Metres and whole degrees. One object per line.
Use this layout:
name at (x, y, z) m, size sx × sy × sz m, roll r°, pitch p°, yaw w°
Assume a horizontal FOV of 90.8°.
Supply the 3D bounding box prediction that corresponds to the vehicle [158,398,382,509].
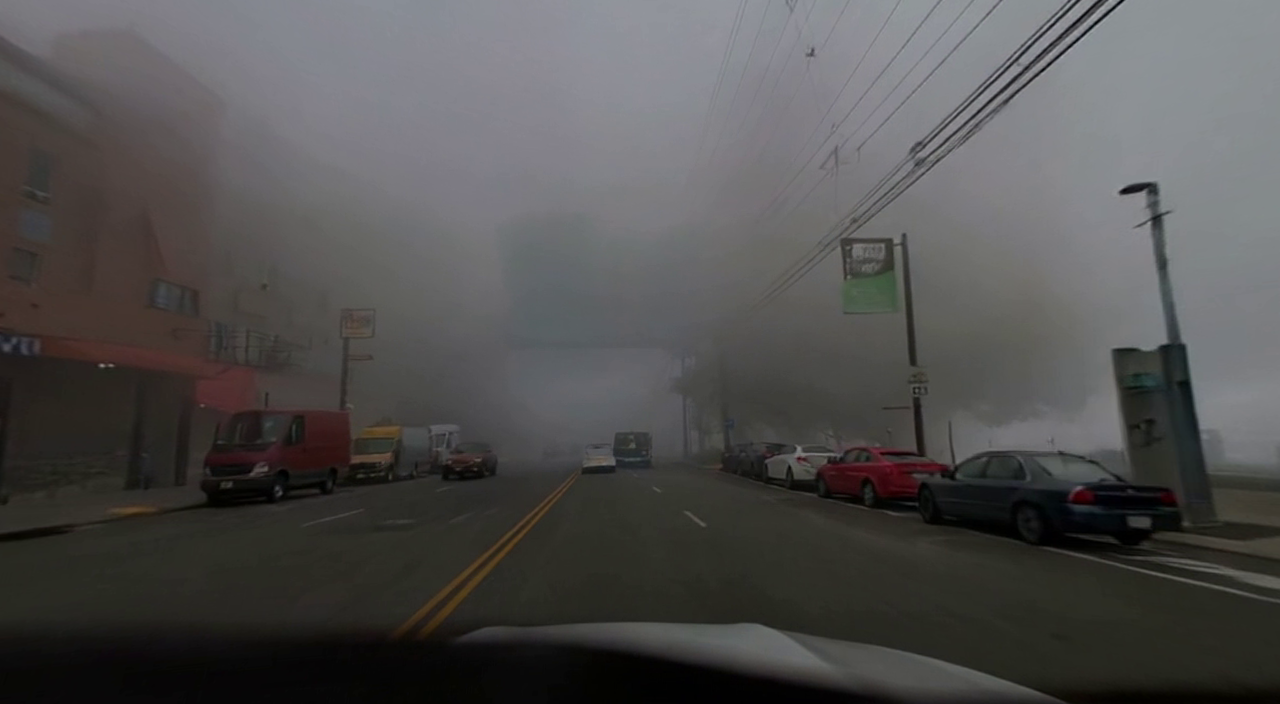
vehicle at (-10.080, 2.879, 18.263) m, size 2.964 × 2.597 × 6.437 m, roll 0°, pitch -9°, yaw -5°

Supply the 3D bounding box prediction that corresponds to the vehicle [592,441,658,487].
vehicle at (-0.612, 3.951, 22.613) m, size 2.112 × 1.464 × 4.411 m, roll 0°, pitch -9°, yaw -3°

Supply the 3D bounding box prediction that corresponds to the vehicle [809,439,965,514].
vehicle at (5.552, 2.823, 14.816) m, size 1.943 × 1.507 × 3.816 m, roll 0°, pitch -9°, yaw -3°

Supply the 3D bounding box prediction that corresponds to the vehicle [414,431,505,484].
vehicle at (-7.196, 4.263, 25.775) m, size 2.456 × 1.935 × 4.769 m, roll 0°, pitch -9°, yaw -2°

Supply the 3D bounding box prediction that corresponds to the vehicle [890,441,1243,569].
vehicle at (5.819, 2.087, 9.527) m, size 1.921 × 1.430 × 4.455 m, roll 1°, pitch -9°, yaw -6°

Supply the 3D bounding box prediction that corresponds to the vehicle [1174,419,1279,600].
vehicle at (6.646, 1.180, 4.274) m, size 1.786 × 1.551 × 4.471 m, roll 1°, pitch -9°, yaw -8°
